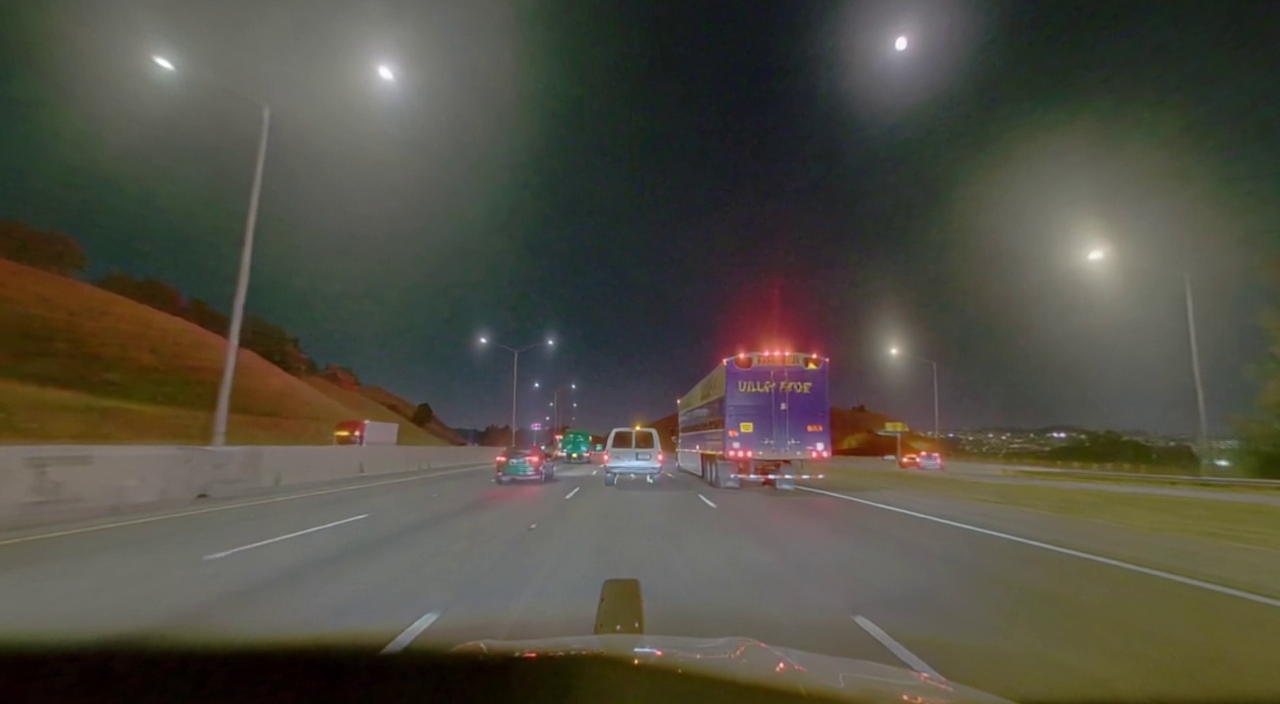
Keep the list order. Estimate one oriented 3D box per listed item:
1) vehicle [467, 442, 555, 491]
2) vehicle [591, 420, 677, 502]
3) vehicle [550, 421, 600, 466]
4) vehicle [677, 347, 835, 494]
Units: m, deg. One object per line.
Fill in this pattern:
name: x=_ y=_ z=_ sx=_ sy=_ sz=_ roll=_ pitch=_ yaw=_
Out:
vehicle: x=-4.117 y=3.727 z=20.899 sx=2.039 sy=1.453 sz=4.197 roll=0 pitch=-9 yaw=0
vehicle: x=-0.245 y=2.916 z=17.250 sx=2.037 sy=1.929 sz=4.343 roll=0 pitch=-9 yaw=-3
vehicle: x=-4.545 y=6.660 z=45.811 sx=2.947 sy=3.009 sz=7.991 roll=0 pitch=-9 yaw=-2
vehicle: x=3.613 y=2.861 z=24.246 sx=3.006 sy=4.101 sz=13.245 roll=0 pitch=-9 yaw=-2
